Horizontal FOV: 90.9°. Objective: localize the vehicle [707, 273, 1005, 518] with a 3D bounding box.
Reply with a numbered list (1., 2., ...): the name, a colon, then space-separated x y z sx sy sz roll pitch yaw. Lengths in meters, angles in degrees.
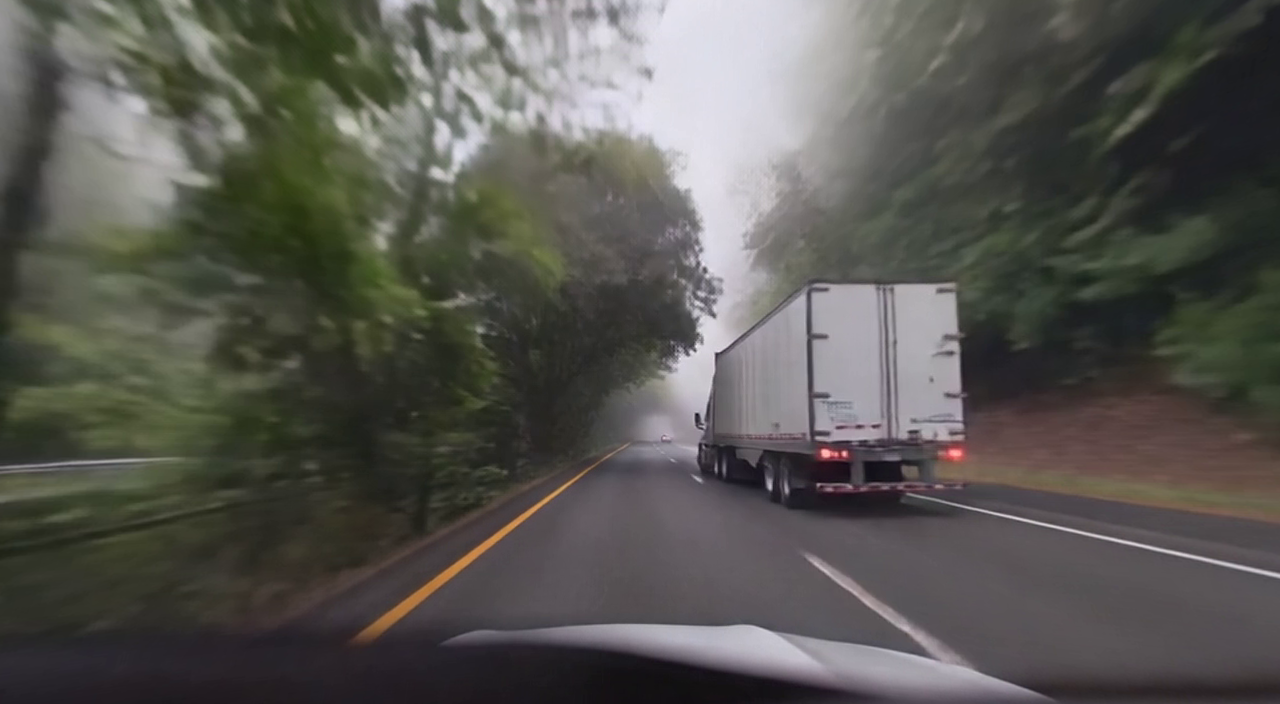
1. vehicle: 4.229 1.566 17.249 2.951 4.007 13.976 0 -7 -1
